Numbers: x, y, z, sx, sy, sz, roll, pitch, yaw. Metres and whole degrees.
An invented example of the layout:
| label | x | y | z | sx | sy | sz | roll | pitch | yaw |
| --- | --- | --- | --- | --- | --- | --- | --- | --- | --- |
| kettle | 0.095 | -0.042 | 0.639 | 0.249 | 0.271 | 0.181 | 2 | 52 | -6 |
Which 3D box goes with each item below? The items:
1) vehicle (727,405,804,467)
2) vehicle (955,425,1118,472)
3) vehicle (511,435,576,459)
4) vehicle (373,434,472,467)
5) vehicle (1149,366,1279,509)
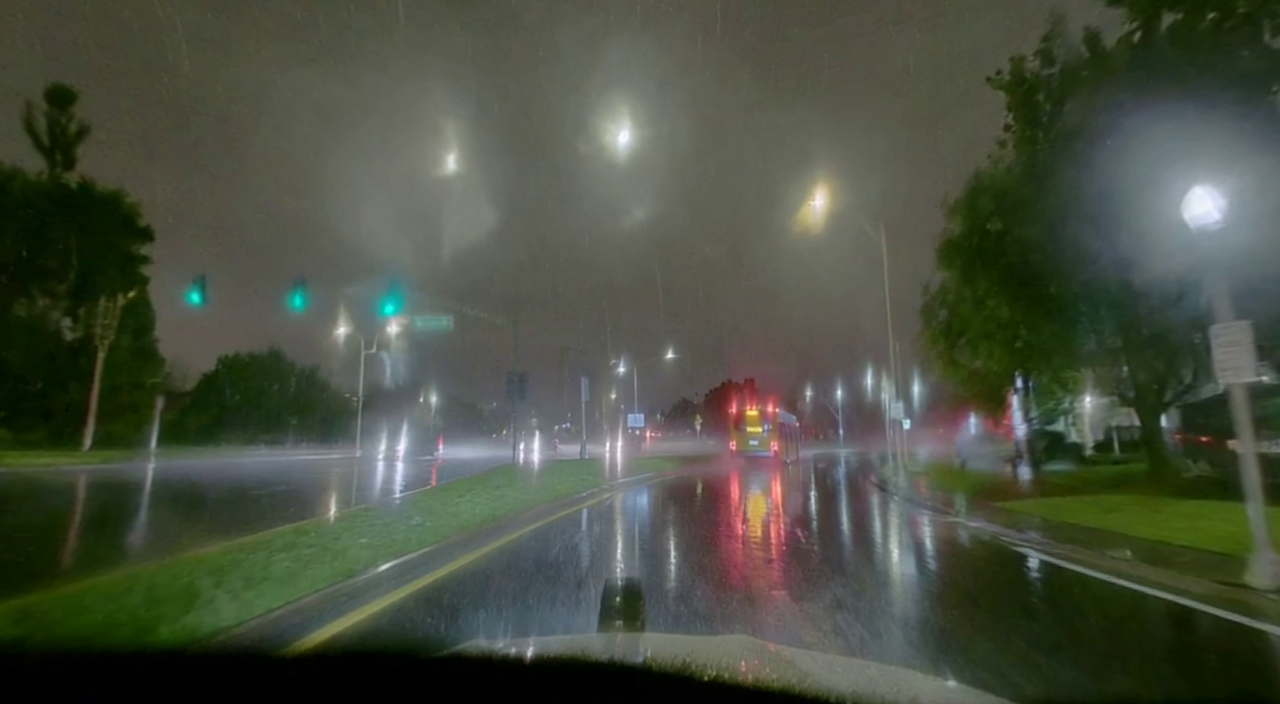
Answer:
| label | x | y | z | sx | sy | sz | roll | pitch | yaw |
| --- | --- | --- | --- | --- | --- | --- | --- | --- | --- |
| vehicle | 8.354 | 5.490 | 40.706 | 3.031 | 3.429 | 11.005 | -3 | -9 | 20 |
| vehicle | 17.739 | 4.381 | 28.605 | 5.856 | 1.945 | 2.183 | -3 | -9 | 21 |
| vehicle | -6.693 | 6.678 | 44.315 | 2.054 | 1.607 | 4.615 | -5 | -10 | 29 |
| vehicle | -10.751 | 4.923 | 31.511 | 1.854 | 1.484 | 4.526 | -5 | -10 | 29 |
| vehicle | 14.086 | 1.715 | 12.577 | 2.607 | 2.822 | 7.145 | -1 | -9 | 8 |
